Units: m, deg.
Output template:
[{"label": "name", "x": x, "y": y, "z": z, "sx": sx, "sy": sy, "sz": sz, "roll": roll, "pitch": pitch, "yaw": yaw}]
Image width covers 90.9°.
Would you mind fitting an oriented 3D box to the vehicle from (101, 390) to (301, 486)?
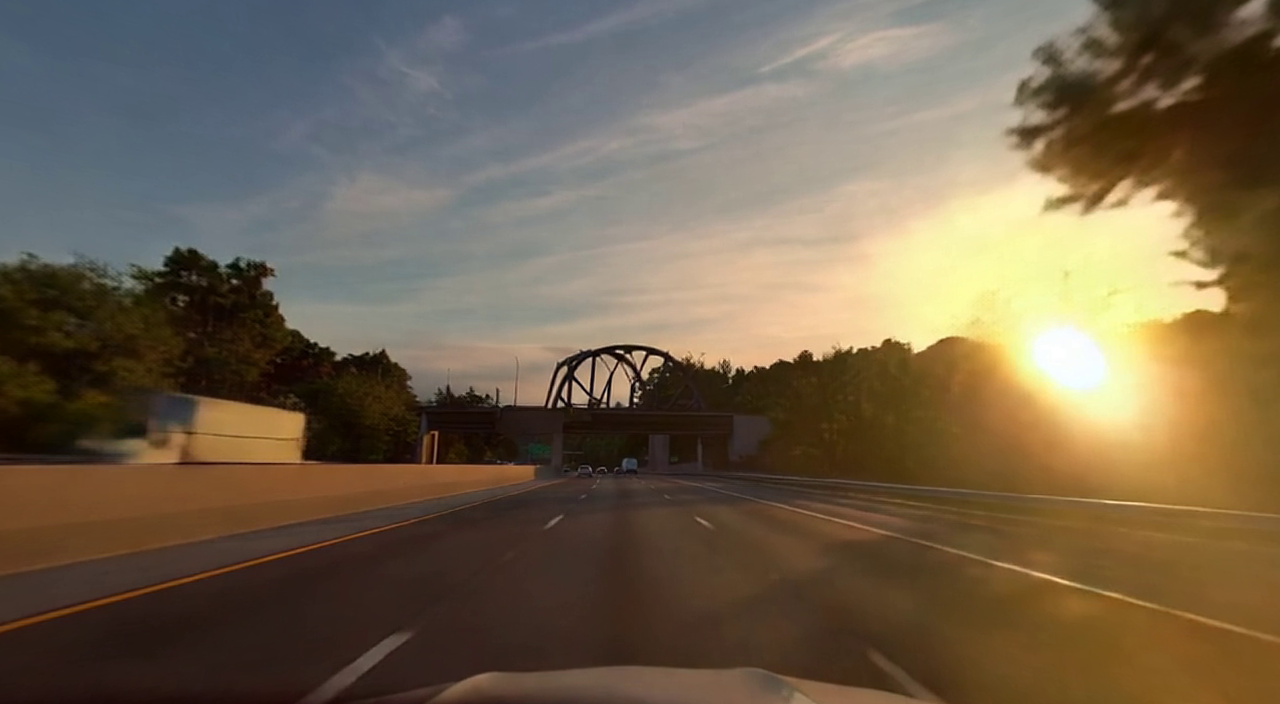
[{"label": "vehicle", "x": -20.424, "y": 4.340, "z": 30.408, "sx": 2.936, "sy": 3.889, "sz": 9.299, "roll": 1, "pitch": -10, "yaw": -1}]
